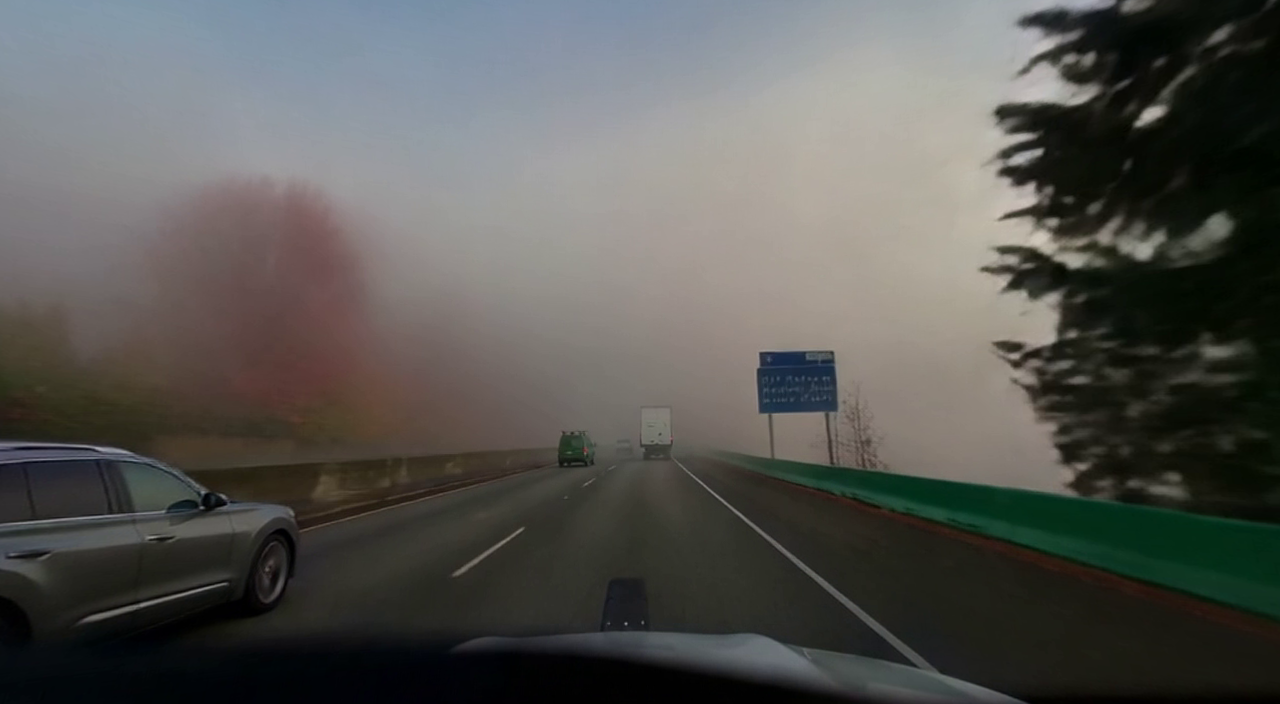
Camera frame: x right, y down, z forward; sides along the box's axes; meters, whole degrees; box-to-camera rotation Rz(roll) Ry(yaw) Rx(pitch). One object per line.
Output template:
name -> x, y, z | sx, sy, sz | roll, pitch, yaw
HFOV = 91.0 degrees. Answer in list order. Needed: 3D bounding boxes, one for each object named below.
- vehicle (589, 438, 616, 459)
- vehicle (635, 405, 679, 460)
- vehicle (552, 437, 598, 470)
vehicle -> -2.927, 7.657, 49.971 | 1.962, 1.575, 4.158 | 0, -8, 0
vehicle -> 1.254, 6.181, 47.859 | 2.933, 3.701, 10.425 | 0, -8, 1
vehicle -> -3.295, 5.242, 32.710 | 1.927, 1.556, 3.921 | 0, -8, 0
